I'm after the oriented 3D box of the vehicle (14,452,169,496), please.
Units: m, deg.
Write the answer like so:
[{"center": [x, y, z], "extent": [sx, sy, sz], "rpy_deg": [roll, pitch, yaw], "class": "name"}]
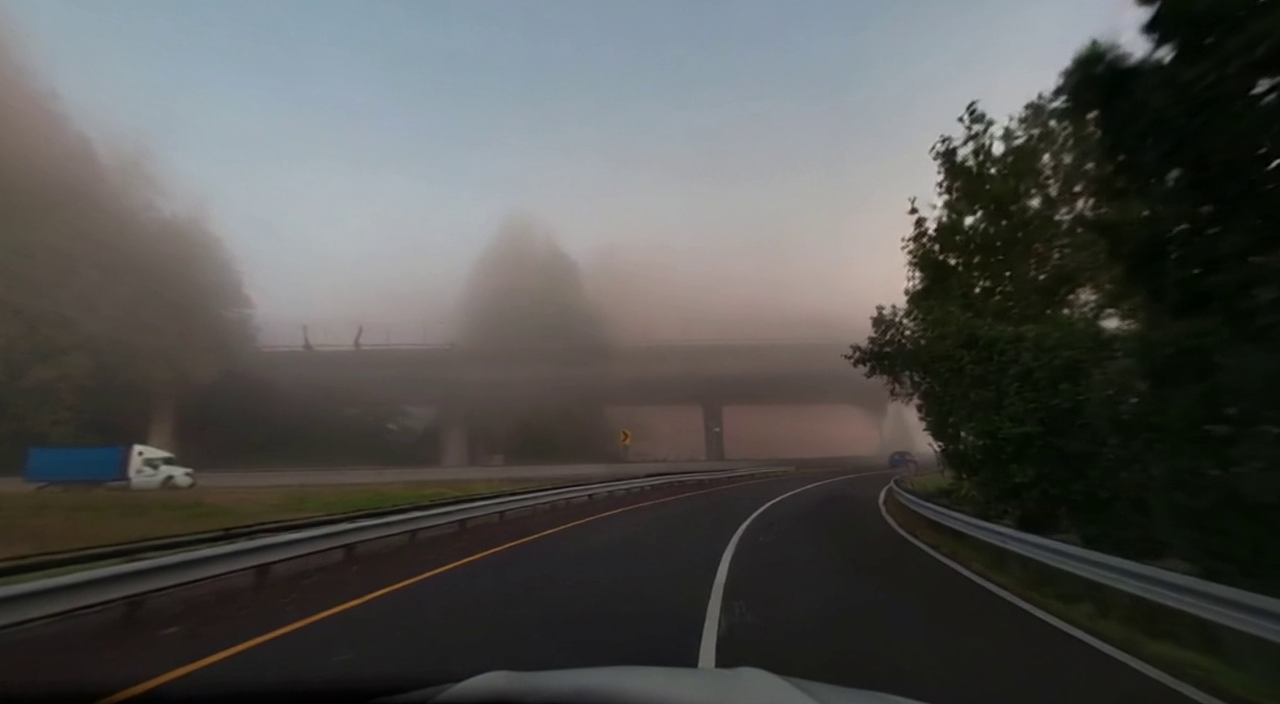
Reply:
[{"center": [-20.309, 4.500, 23.591], "extent": [4.024, 1.444, 1.940], "rpy_deg": [5, -11, -32], "class": "vehicle"}]
